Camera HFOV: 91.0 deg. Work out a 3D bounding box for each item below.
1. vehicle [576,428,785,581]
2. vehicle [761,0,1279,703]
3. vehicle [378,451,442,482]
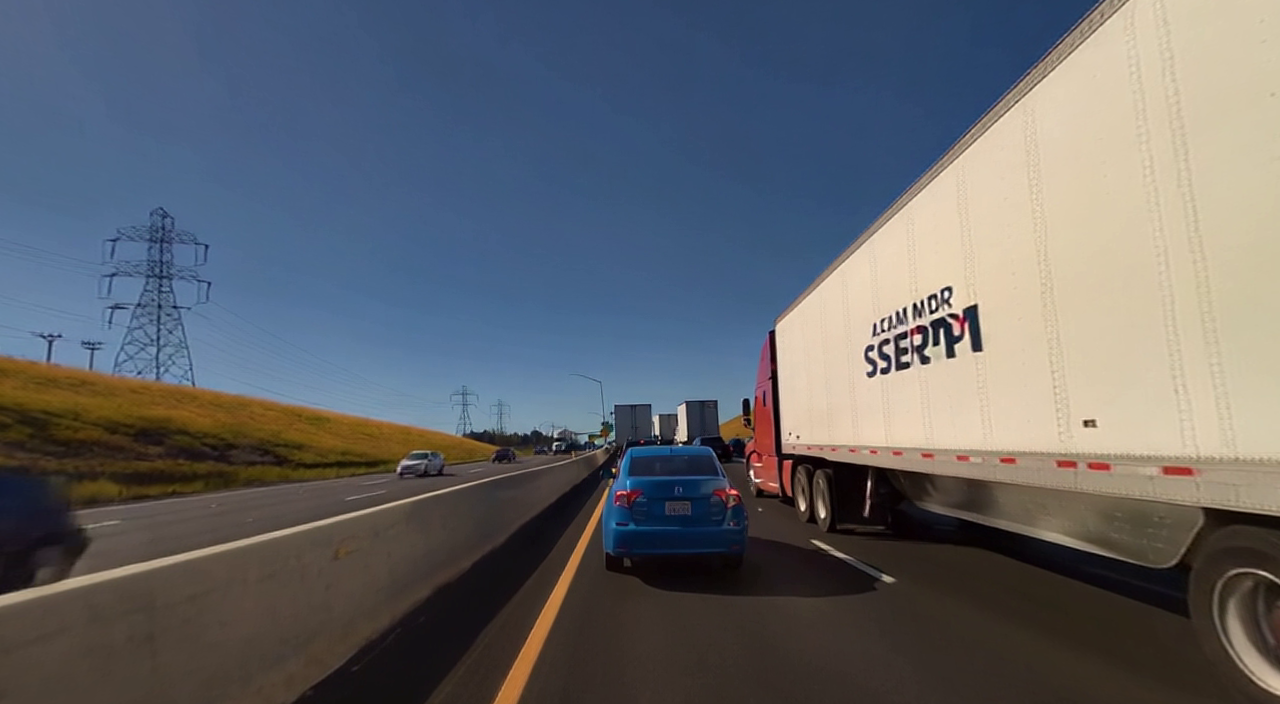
[{"bbox_3d":[0.333,1.745,7.998,2.045,1.446,3.597,0,-8,-2],"label":"vehicle"},{"bbox_3d":[4.132,0.023,5.018,3.138,4.065,14.276,0,-8,-1],"label":"vehicle"},{"bbox_3d":[-12.401,6.187,34.226,1.853,1.445,4.478,0,-8,-1],"label":"vehicle"}]
